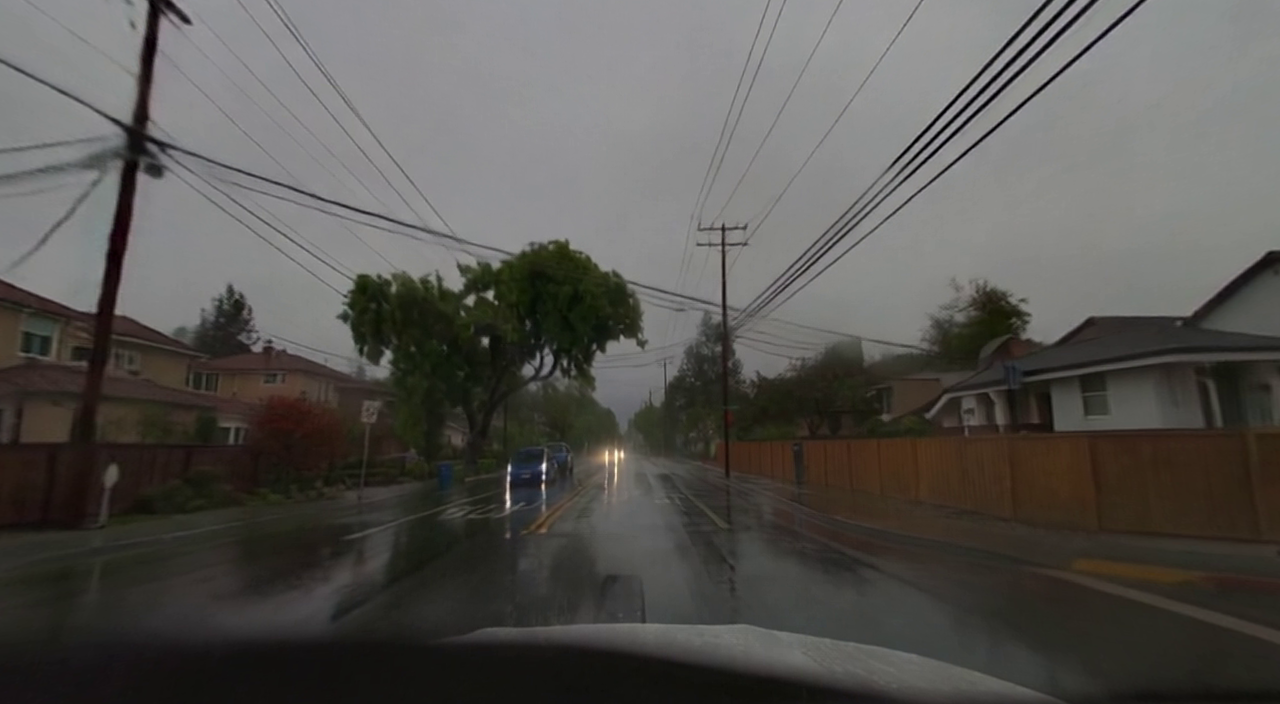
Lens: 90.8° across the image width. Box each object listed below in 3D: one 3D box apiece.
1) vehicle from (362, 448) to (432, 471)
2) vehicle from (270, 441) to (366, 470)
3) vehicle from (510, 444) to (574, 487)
[{"bbox_3d":[-16.786,7.426,43.819,4.199,1.510,2.058,2,-8,-10],"label":"vehicle"},{"bbox_3d":[-22.136,7.104,43.700,5.369,1.862,2.338,1,-7,-9],"label":"vehicle"},{"bbox_3d":[-3.921,4.573,25.873,1.935,1.595,3.972,0,-8,0],"label":"vehicle"}]
